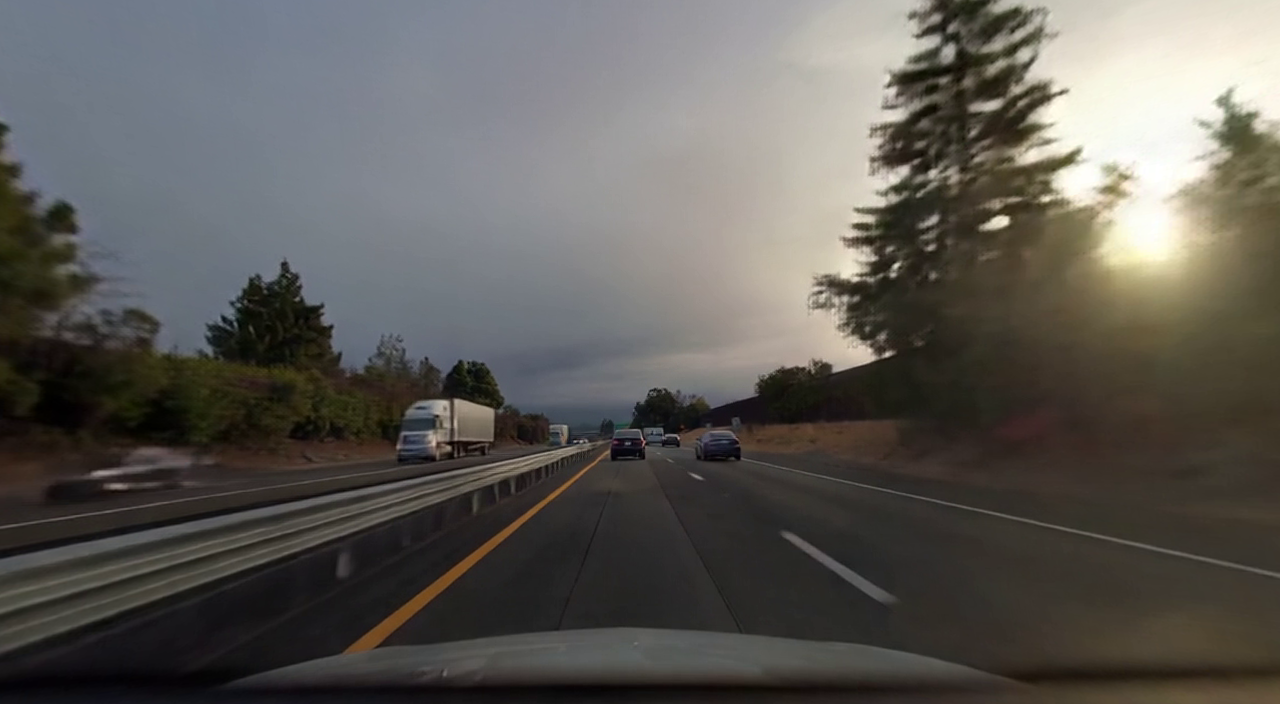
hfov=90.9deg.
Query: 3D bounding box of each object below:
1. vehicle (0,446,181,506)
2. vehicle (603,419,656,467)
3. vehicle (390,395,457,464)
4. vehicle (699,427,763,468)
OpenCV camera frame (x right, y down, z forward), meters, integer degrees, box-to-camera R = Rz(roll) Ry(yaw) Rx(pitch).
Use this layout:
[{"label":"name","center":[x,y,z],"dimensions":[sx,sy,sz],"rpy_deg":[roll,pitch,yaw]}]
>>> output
[{"label":"vehicle","center":[-16.453,3.675,19.199],"dimensions":[1.859,1.540,4.165],"rpy_deg":[0,-8,-2]},{"label":"vehicle","center":[-0.532,4.232,29.498],"dimensions":[2.270,2.044,4.633],"rpy_deg":[0,-8,-2]},{"label":"vehicle","center":[-13.709,4.949,40.154],"dimensions":[3.011,4.191,3.431],"rpy_deg":[0,-8,-1]},{"label":"vehicle","center":[3.766,4.032,26.781],"dimensions":[1.981,1.606,3.956],"rpy_deg":[0,-8,-2]}]
